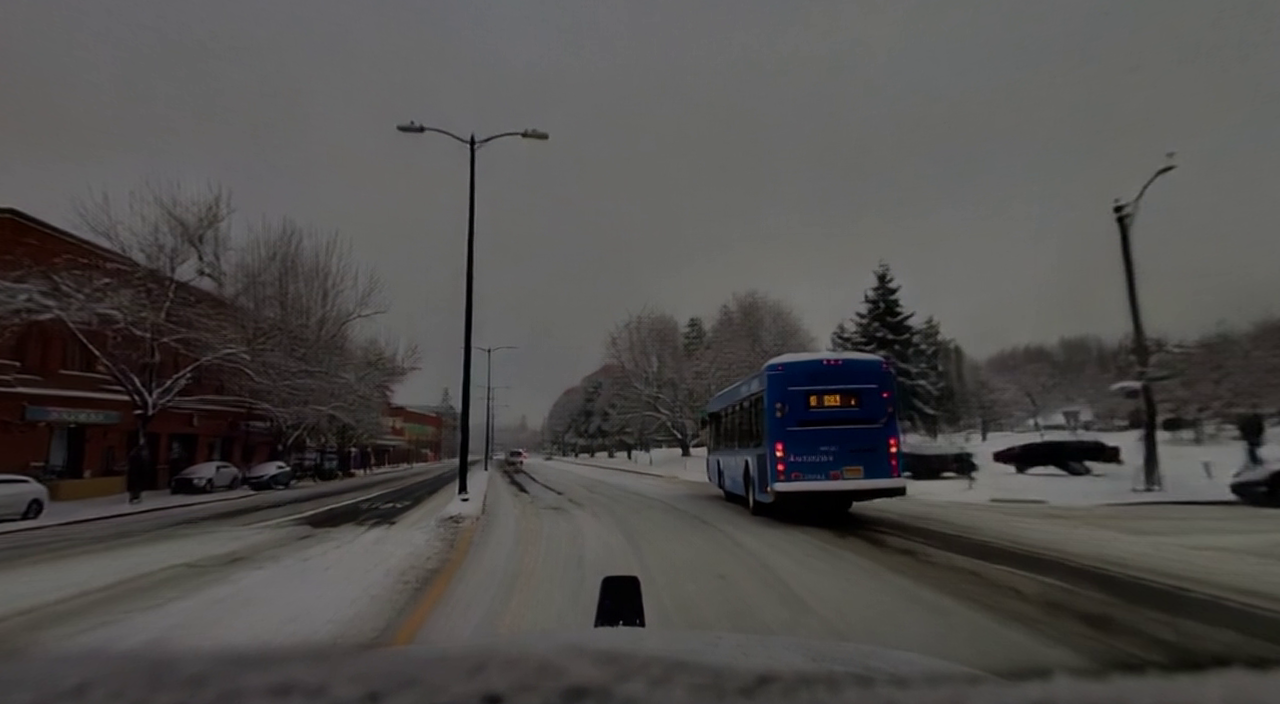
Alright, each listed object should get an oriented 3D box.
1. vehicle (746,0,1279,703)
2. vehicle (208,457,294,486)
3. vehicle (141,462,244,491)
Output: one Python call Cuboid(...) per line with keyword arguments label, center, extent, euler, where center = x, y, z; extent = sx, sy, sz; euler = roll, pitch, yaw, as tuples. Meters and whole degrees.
Cuboid(label="vehicle", center=(3.301, 0.288, 3.892), extent=(3.194, 3.345, 12.428), euler=(0, -9, 0))
Cuboid(label="vehicle", center=(-26.025, 7.990, 42.359), extent=(4.392, 1.800, 1.902), euler=(1, -9, -7))
Cuboid(label="vehicle", center=(-26.297, 7.312, 37.313), extent=(4.592, 1.474, 1.880), euler=(4, -9, -26))
